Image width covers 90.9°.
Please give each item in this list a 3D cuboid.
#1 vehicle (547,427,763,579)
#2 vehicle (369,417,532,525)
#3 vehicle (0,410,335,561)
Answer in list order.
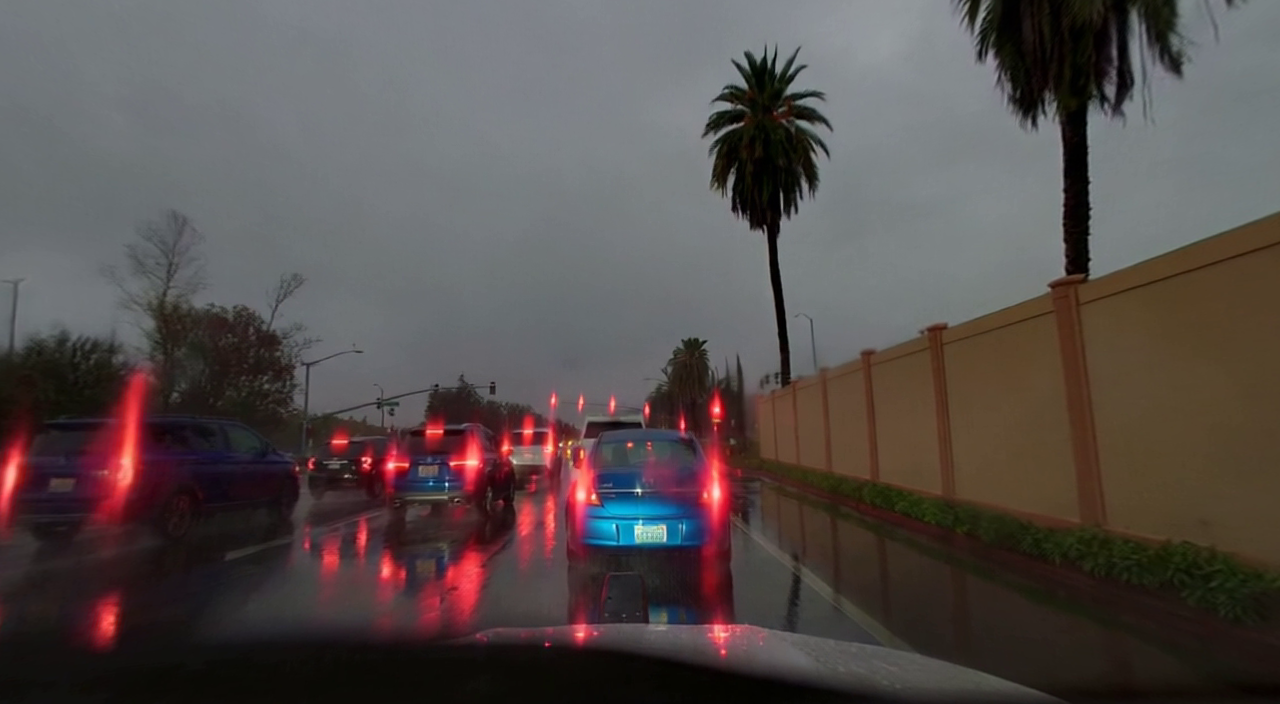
[{"bbox_3d":[0.070,1.803,8.415,2.128,1.473,4.272,0,-8,-2],"label":"vehicle"},{"bbox_3d":[-3.450,2.250,12.443,2.007,1.746,4.136,0,-8,-2],"label":"vehicle"},{"bbox_3d":[-6.691,1.873,9.584,1.963,1.721,4.467,0,-8,-2],"label":"vehicle"}]
